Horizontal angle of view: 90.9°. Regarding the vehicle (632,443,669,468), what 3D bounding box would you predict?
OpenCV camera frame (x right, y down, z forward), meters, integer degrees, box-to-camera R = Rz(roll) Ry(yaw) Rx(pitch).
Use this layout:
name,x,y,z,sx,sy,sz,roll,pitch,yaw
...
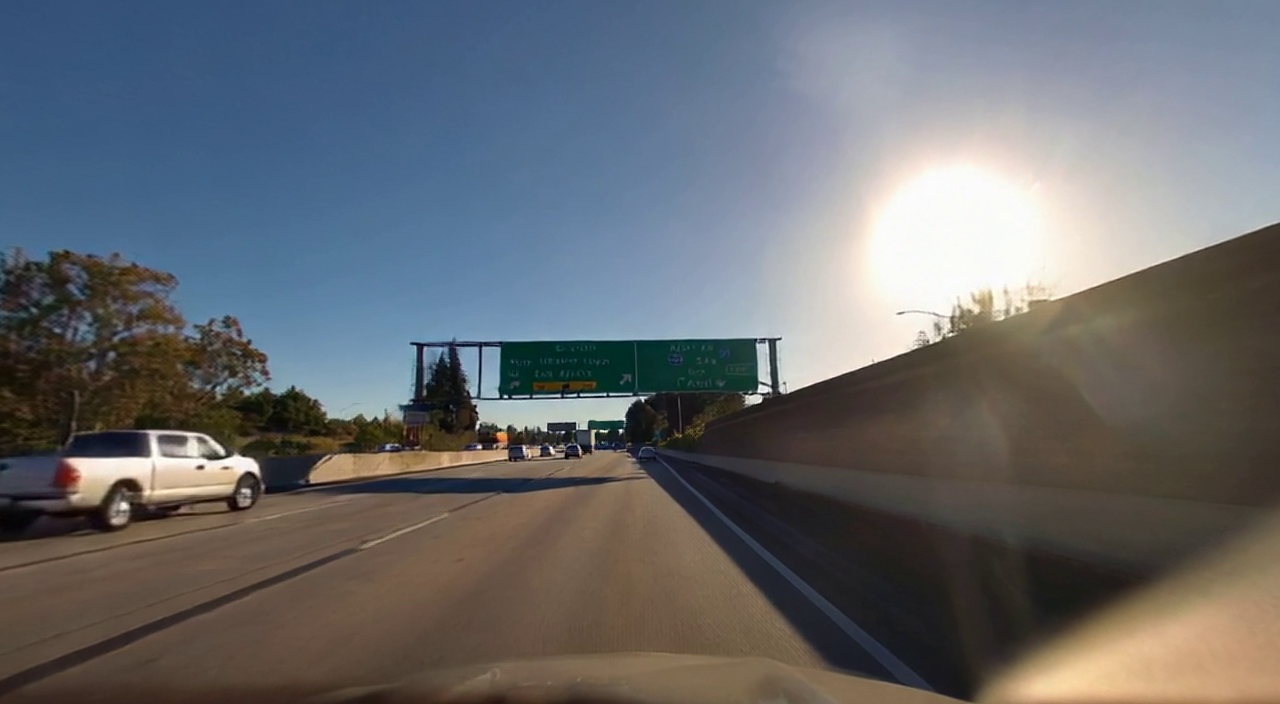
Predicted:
name,x,y,z,sx,sy,sz,roll,pitch,yaw
vehicle,0.606,6.318,38.720,2.137,1.461,3.999,0,-8,0

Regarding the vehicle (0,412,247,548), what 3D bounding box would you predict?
name,x,y,z,sx,sy,sz,roll,pitch,yaw
vehicle,-9.405,2.055,10.864,2.246,1.812,4.740,0,-8,-1
